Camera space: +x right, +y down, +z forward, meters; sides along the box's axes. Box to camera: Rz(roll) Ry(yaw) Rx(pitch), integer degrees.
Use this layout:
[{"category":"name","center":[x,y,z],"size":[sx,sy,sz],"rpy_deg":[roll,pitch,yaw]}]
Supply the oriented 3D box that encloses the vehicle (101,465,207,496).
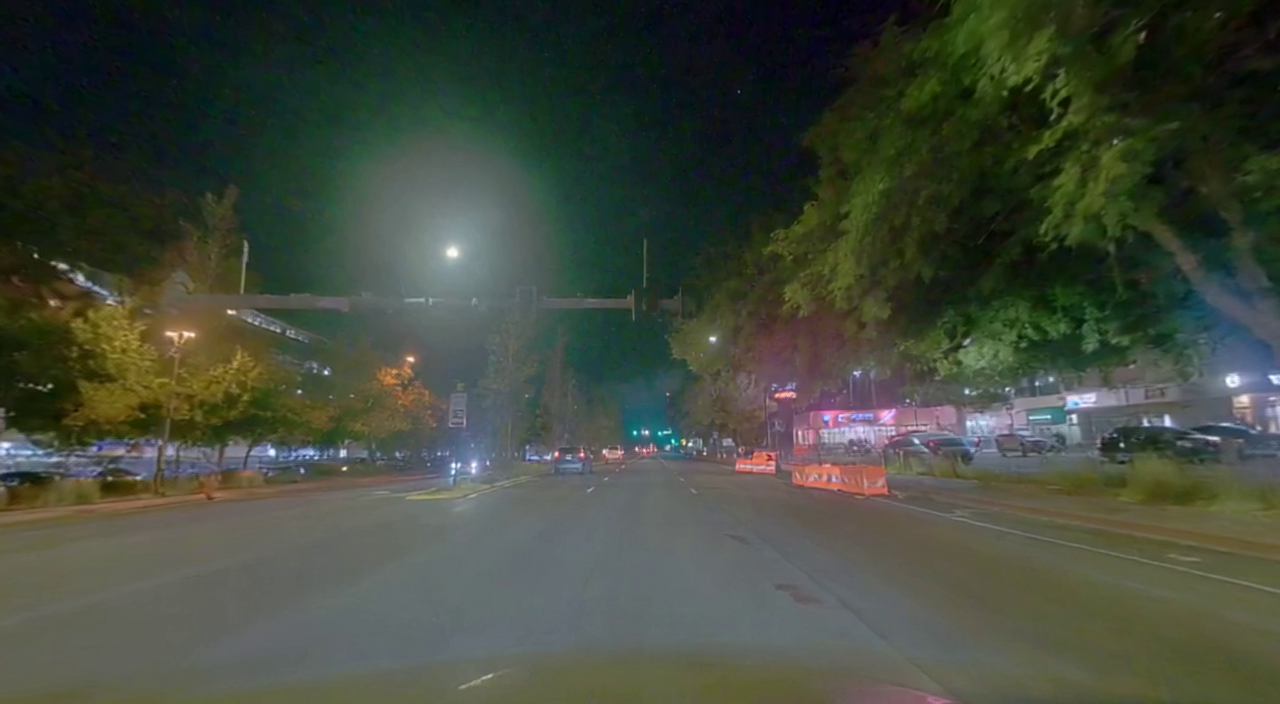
[{"category":"vehicle","center":[-30.125,7.964,39.184],"size":[5.077,1.411,1.808],"rpy_deg":[3,-11,-39]}]

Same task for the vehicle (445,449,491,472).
[{"category":"vehicle","center":[-11.919,7.506,43.839],"size":[1.917,1.495,4.309],"rpy_deg":[0,-9,1]}]

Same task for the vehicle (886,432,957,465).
[{"category":"vehicle","center":[16.169,5.578,36.485],"size":[1.984,1.774,4.406],"rpy_deg":[0,-9,-1]}]

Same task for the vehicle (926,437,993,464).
[{"category":"vehicle","center":[18.320,5.690,36.332],"size":[1.881,1.443,3.882],"rpy_deg":[-1,-9,2]}]

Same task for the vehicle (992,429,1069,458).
[{"category":"vehicle","center":[25.868,6.137,42.026],"size":[2.043,1.803,4.774],"rpy_deg":[-1,-9,0]}]

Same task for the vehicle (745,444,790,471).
[{"category":"vehicle","center":[7.493,6.217,37.436],"size":[1.799,1.399,4.317],"rpy_deg":[-1,-8,0]}]

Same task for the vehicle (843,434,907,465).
[{"category":"vehicle","center":[13.636,5.694,36.855],"size":[1.916,1.683,4.516],"rpy_deg":[0,-9,0]}]

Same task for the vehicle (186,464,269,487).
[{"category":"vehicle","center":[-30.196,9.011,46.233],"size":[4.708,1.457,1.821],"rpy_deg":[8,-12,-43]}]

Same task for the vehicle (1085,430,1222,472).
[{"category":"vehicle","center":[21.974,4.255,27.277],"size":[1.984,1.643,4.772],"rpy_deg":[0,-8,2]}]

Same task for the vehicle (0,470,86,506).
[{"category":"vehicle","center":[-30.527,6.796,31.418],"size":[1.862,1.428,4.160],"rpy_deg":[-12,-11,44]}]

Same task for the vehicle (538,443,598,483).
[{"category":"vehicle","center":[-2.809,4.433,25.467],"size":[1.926,1.442,4.231],"rpy_deg":[0,-9,0]}]
